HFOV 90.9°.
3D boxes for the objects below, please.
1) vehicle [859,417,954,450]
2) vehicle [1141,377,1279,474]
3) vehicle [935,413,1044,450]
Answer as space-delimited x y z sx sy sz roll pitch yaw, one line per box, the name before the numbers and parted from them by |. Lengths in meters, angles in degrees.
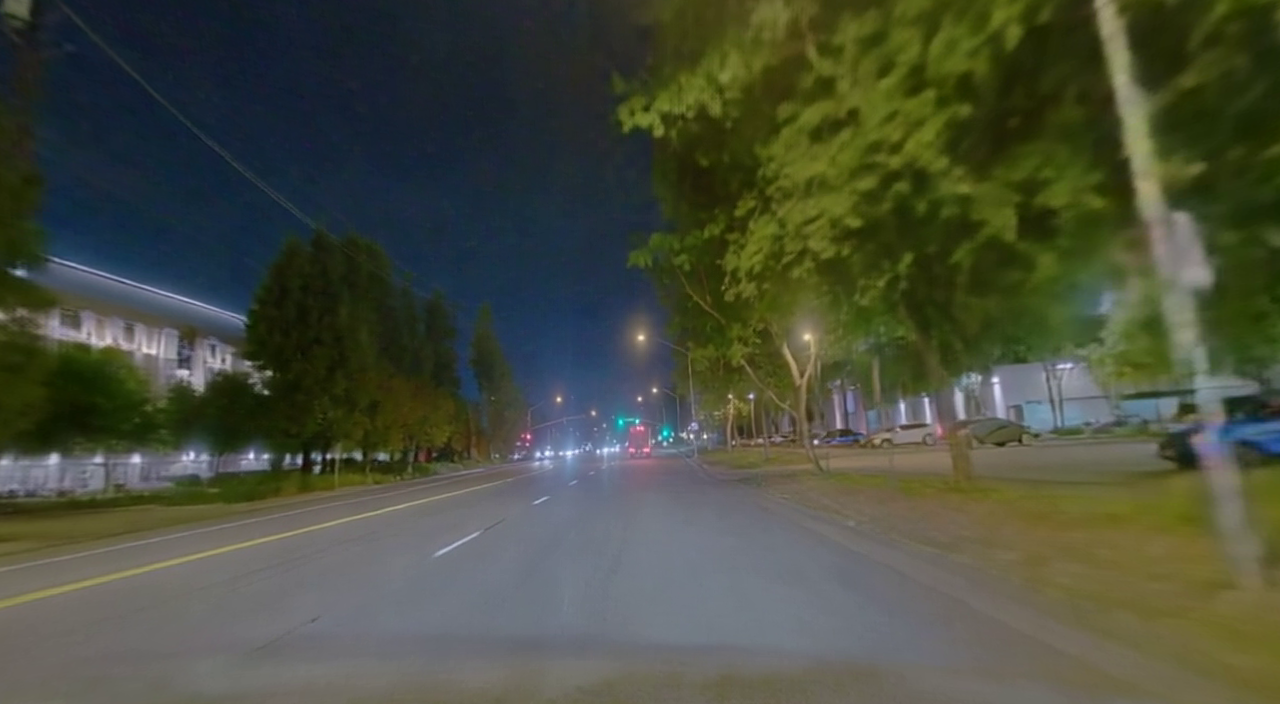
vehicle | 16.905 5.212 40.117 5.051 2.038 2.142 1 -9 -9
vehicle | 13.212 1.520 12.785 4.358 1.796 1.995 0 -9 -2
vehicle | 17.769 4.075 32.093 4.653 1.782 2.042 2 -9 -16
